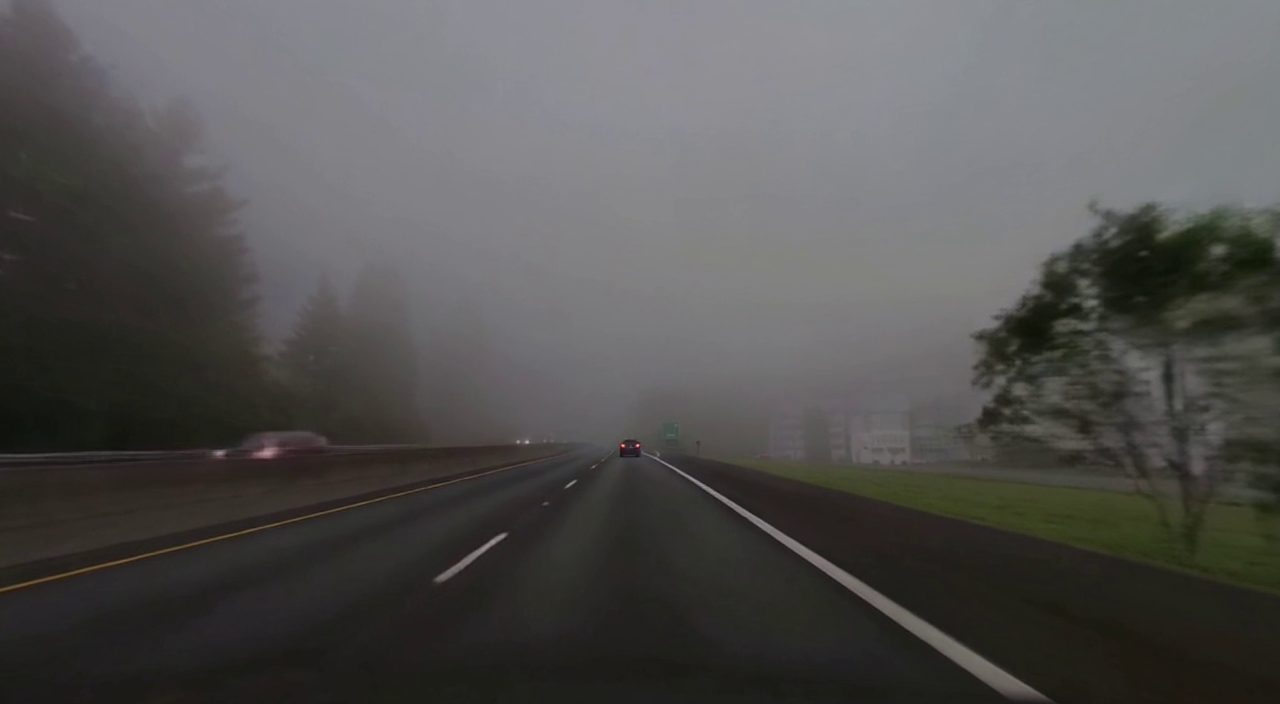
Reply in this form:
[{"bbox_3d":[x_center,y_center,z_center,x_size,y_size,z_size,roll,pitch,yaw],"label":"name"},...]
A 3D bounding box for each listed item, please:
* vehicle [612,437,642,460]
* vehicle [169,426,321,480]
[{"bbox_3d":[-0.967,6.883,45.066,2.099,1.504,3.843,0,-8,-2],"label":"vehicle"},{"bbox_3d":[-12.384,3.193,20.209,1.901,1.507,4.711,0,-8,-1],"label":"vehicle"}]
